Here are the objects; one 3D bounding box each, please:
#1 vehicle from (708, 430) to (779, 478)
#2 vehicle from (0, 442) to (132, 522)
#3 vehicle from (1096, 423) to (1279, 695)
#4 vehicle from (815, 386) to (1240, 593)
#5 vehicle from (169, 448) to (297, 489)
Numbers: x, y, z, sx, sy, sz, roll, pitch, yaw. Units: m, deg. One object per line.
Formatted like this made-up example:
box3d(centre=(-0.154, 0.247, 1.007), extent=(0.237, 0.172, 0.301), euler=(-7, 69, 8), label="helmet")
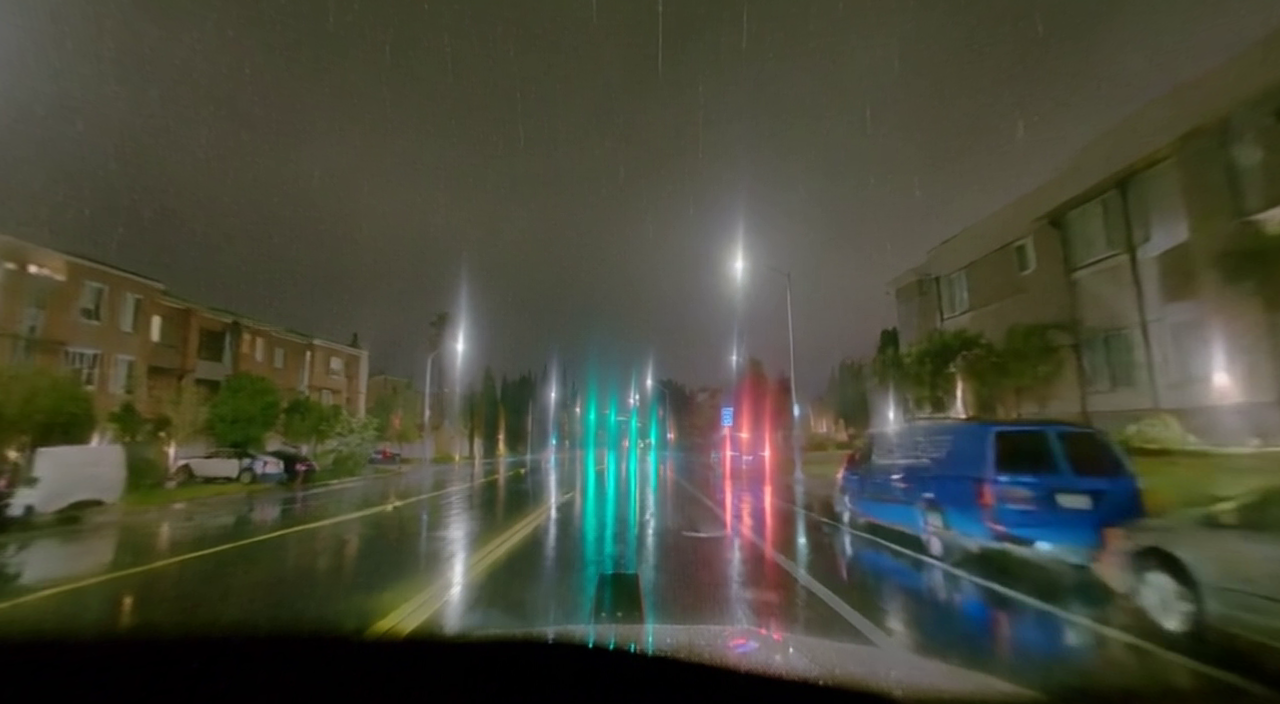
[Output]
box3d(centre=(4.339, 4.363, 27.248), extent=(2.052, 1.859, 4.778), euler=(1, -8, -3), label="vehicle")
box3d(centre=(-17.774, 3.493, 17.345), extent=(5.645, 1.996, 2.259), euler=(0, -8, 0), label="vehicle")
box3d(centre=(4.542, 1.004, 2.512), extent=(1.923, 1.493, 4.628), euler=(0, -8, -1), label="vehicle")
box3d(centre=(4.531, 1.741, 9.027), extent=(2.254, 1.968, 5.838), euler=(0, -8, -1), label="vehicle")
box3d(centre=(-18.471, 5.276, 28.856), extent=(4.397, 1.768, 1.956), euler=(1, -8, -4), label="vehicle")
